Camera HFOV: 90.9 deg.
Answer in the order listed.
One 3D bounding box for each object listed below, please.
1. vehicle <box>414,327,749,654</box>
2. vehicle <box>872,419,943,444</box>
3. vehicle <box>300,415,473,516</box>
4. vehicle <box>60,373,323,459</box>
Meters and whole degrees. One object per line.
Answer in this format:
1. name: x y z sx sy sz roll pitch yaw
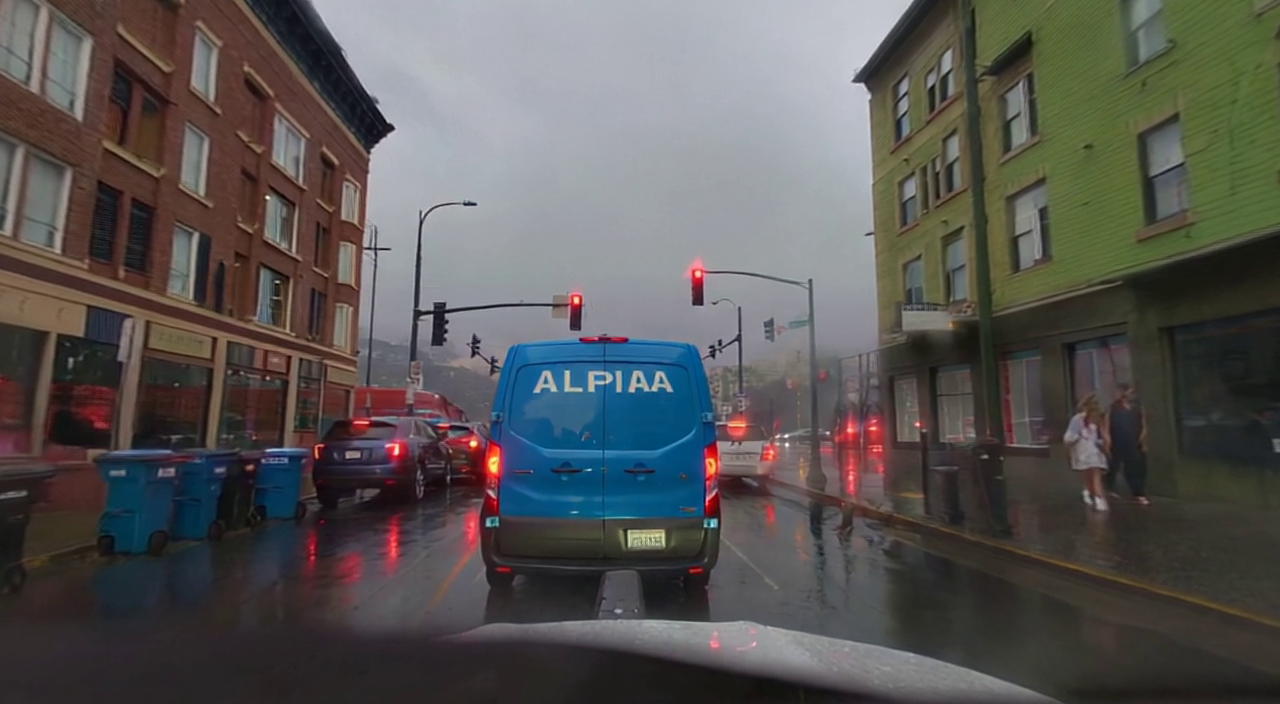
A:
1. vehicle: -0.481 1.085 5.922 1.951 1.907 4.266 1 -8 -4
2. vehicle: 15.348 4.564 36.179 3.381 1.391 1.529 1 -8 -9
3. vehicle: -4.175 1.896 10.990 1.841 1.461 3.426 1 -8 -5
4. vehicle: -17.836 2.661 25.697 8.088 3.213 2.801 1 -8 -9
